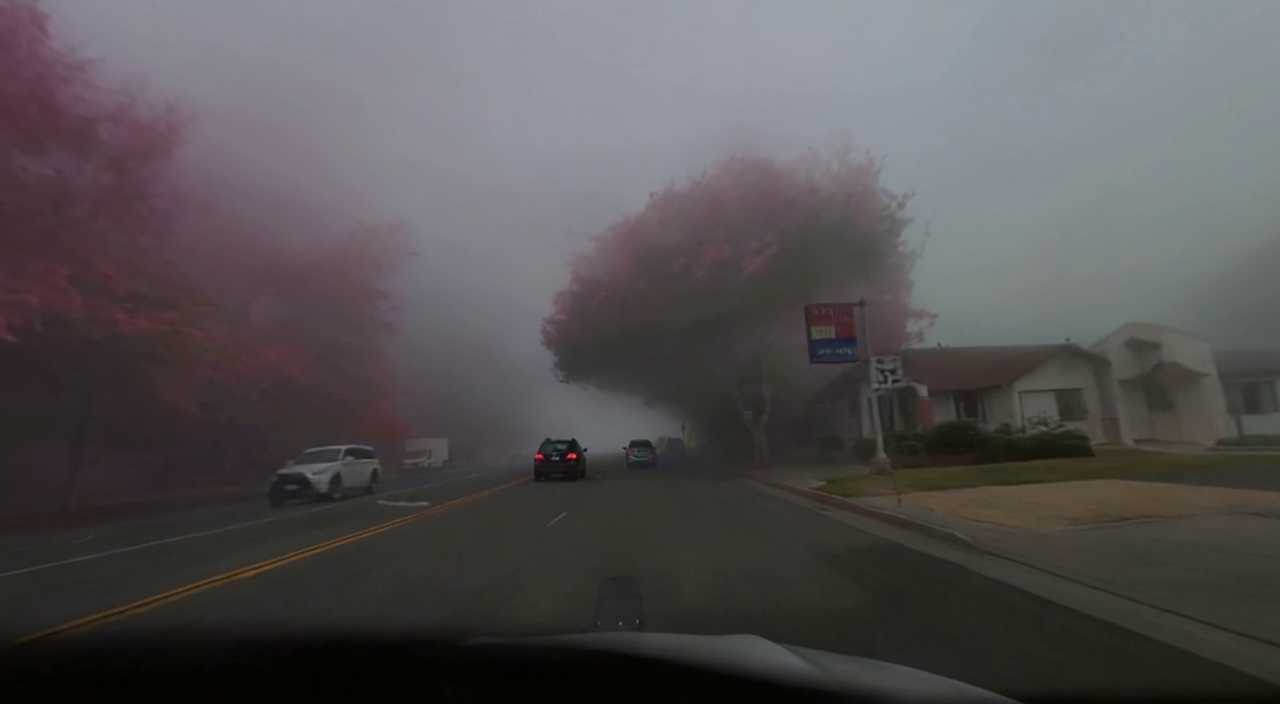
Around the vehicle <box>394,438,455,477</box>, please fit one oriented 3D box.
[{"bbox_3d":[-16.362,7.975,48.359,2.474,2.431,6.256,-5,-7,-1],"label":"vehicle"}]

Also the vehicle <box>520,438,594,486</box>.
[{"bbox_3d":[-2.991,4.077,23.740,2.167,1.634,4.220,0,-9,0],"label":"vehicle"}]

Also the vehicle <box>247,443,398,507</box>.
[{"bbox_3d":[-9.855,3.816,20.213,2.147,1.741,5.166,0,-9,0],"label":"vehicle"}]

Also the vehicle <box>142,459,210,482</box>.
[{"bbox_3d":[-31.489,8.038,42.911,3.340,1.400,1.578,-1,-8,-1],"label":"vehicle"}]

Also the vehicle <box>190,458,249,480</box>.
[{"bbox_3d":[-31.729,8.854,47.732,3.292,1.374,1.616,-3,-8,-2],"label":"vehicle"}]

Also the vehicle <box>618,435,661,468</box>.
[{"bbox_3d":[-0.064,5.843,37.131,2.376,1.801,4.317,0,-9,-1],"label":"vehicle"}]
